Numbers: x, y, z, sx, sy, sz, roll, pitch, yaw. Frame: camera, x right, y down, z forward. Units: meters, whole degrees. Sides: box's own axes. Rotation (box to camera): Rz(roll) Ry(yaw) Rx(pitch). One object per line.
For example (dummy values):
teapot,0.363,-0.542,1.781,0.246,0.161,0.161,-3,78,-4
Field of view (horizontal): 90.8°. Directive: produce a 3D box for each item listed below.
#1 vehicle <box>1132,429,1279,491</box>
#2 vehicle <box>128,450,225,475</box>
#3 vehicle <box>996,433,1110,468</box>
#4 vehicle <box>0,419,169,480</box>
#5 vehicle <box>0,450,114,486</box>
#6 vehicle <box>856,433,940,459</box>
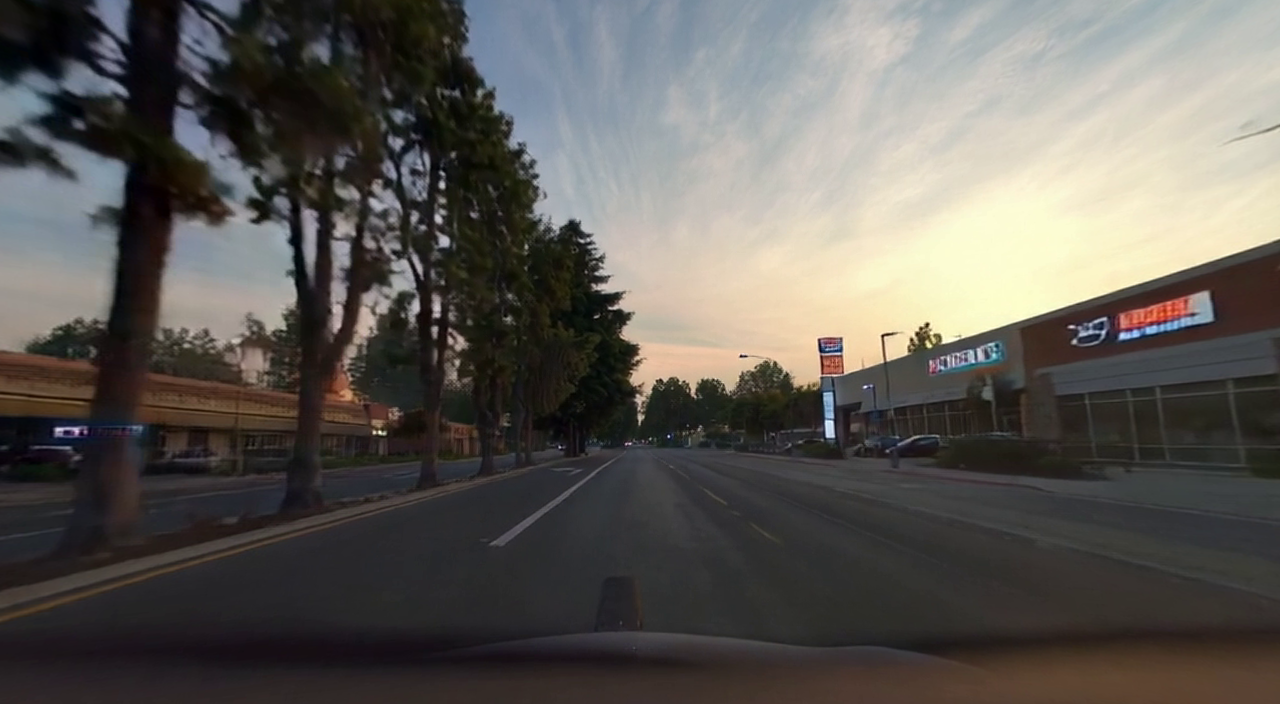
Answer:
vehicle,16.484,2.951,17.606,1.880,1.477,4.556,0,-8,1
vehicle,-27.157,6.493,37.064,4.282,1.296,1.914,-2,-9,4
vehicle,18.665,4.498,28.891,1.846,1.466,4.679,0,-9,-4
vehicle,-28.143,4.911,31.856,6.354,2.899,2.812,0,-8,-1
vehicle,-27.482,5.349,29.069,4.564,1.494,2.183,-1,-9,-2
vehicle,18.006,6.581,44.250,4.935,1.753,1.958,0,-9,1
